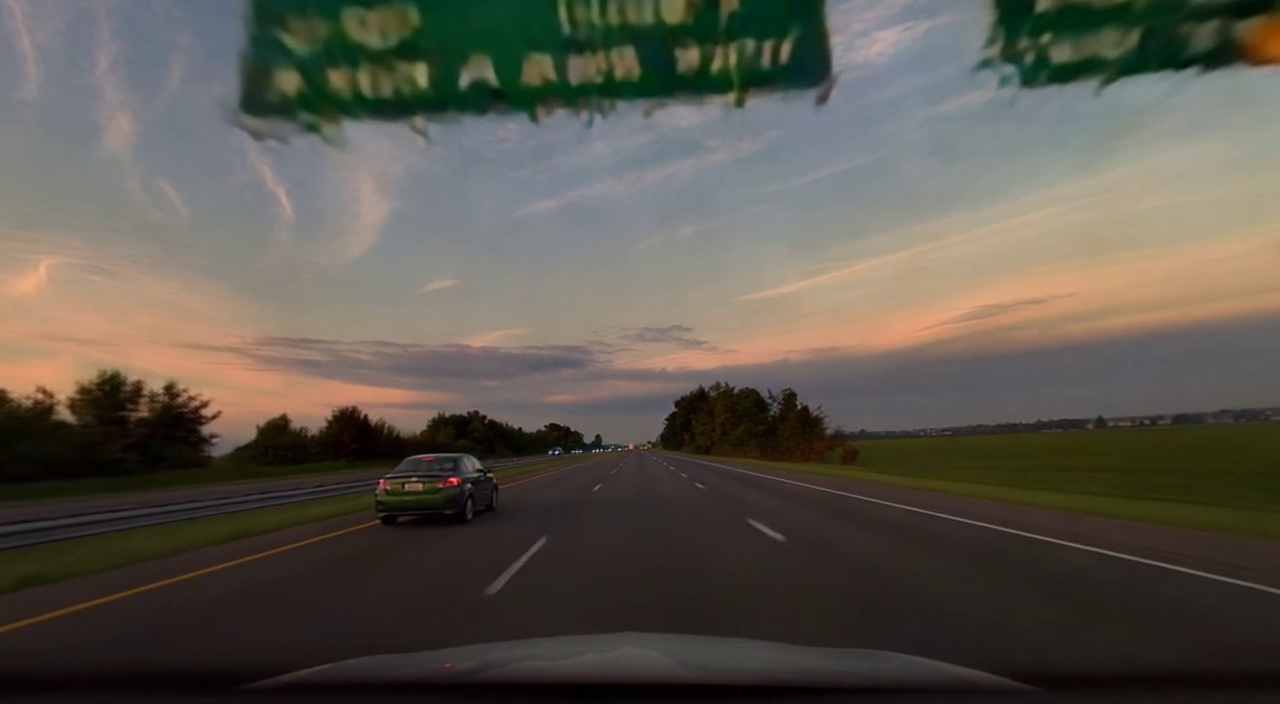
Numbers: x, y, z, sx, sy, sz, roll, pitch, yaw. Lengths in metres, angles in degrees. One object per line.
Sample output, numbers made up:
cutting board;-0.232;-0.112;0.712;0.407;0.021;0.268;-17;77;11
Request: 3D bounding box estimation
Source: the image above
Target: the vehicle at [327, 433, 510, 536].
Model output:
vehicle;-3.695;2.269;11.358;1.815;1.500;4.036;0;-9;0
